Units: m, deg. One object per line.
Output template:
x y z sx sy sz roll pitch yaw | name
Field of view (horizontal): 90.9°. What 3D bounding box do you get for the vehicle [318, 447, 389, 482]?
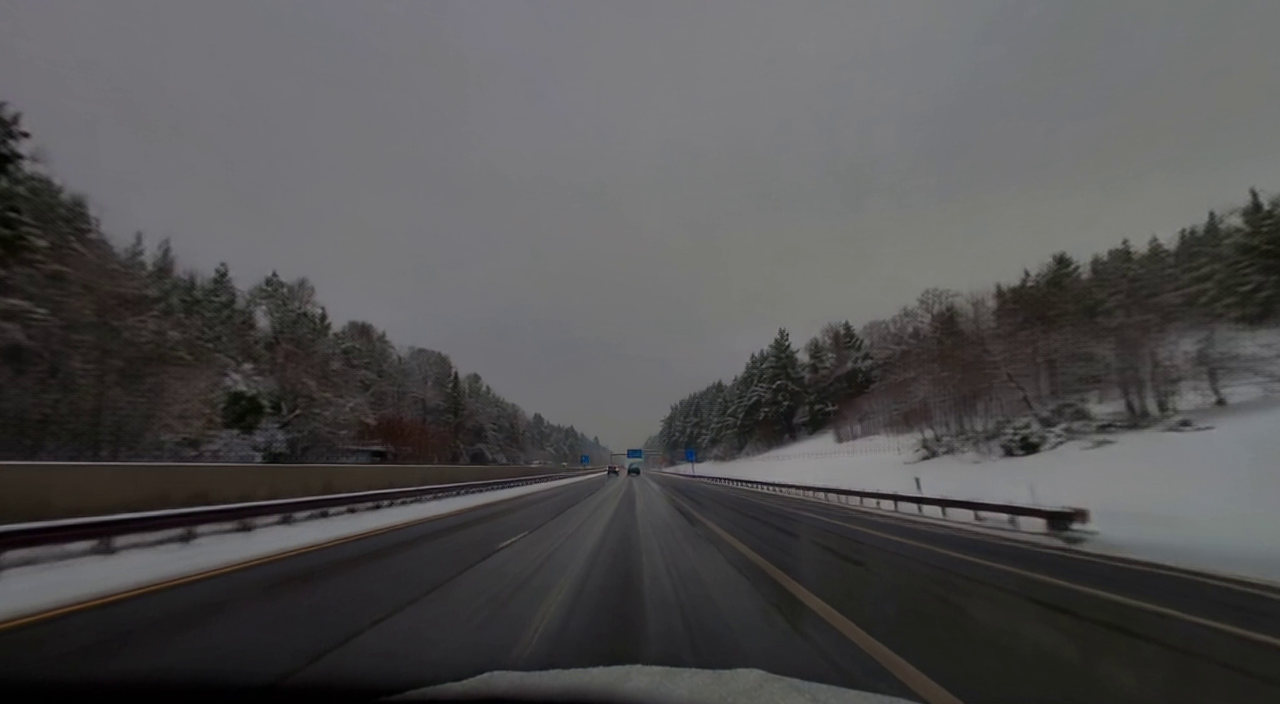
-17.159 6.802 38.052 2.024 1.908 4.774 1 -10 0 | vehicle
